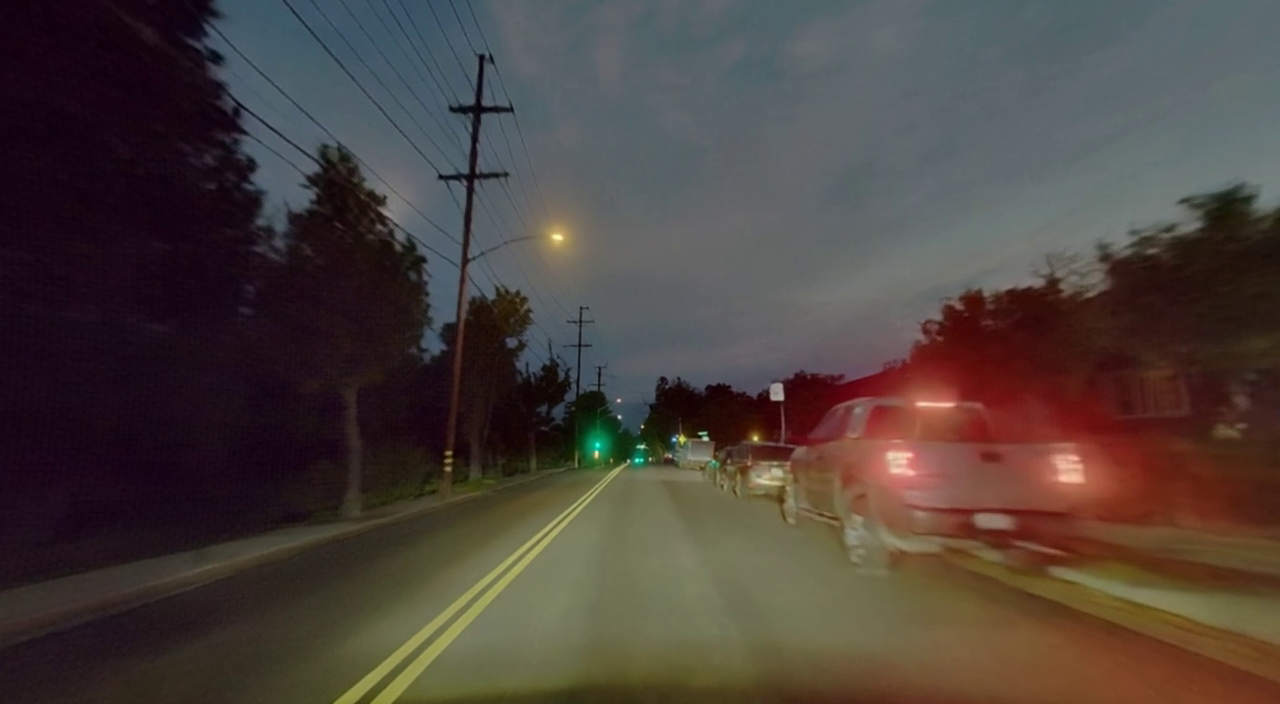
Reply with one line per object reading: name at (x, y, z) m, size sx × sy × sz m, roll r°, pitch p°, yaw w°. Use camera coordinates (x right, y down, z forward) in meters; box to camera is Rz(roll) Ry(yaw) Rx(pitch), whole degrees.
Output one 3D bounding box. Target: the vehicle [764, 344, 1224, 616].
vehicle at (3.246, 1.381, 7.746) m, size 2.347 × 2.070 × 5.735 m, roll 0°, pitch -8°, yaw 1°
